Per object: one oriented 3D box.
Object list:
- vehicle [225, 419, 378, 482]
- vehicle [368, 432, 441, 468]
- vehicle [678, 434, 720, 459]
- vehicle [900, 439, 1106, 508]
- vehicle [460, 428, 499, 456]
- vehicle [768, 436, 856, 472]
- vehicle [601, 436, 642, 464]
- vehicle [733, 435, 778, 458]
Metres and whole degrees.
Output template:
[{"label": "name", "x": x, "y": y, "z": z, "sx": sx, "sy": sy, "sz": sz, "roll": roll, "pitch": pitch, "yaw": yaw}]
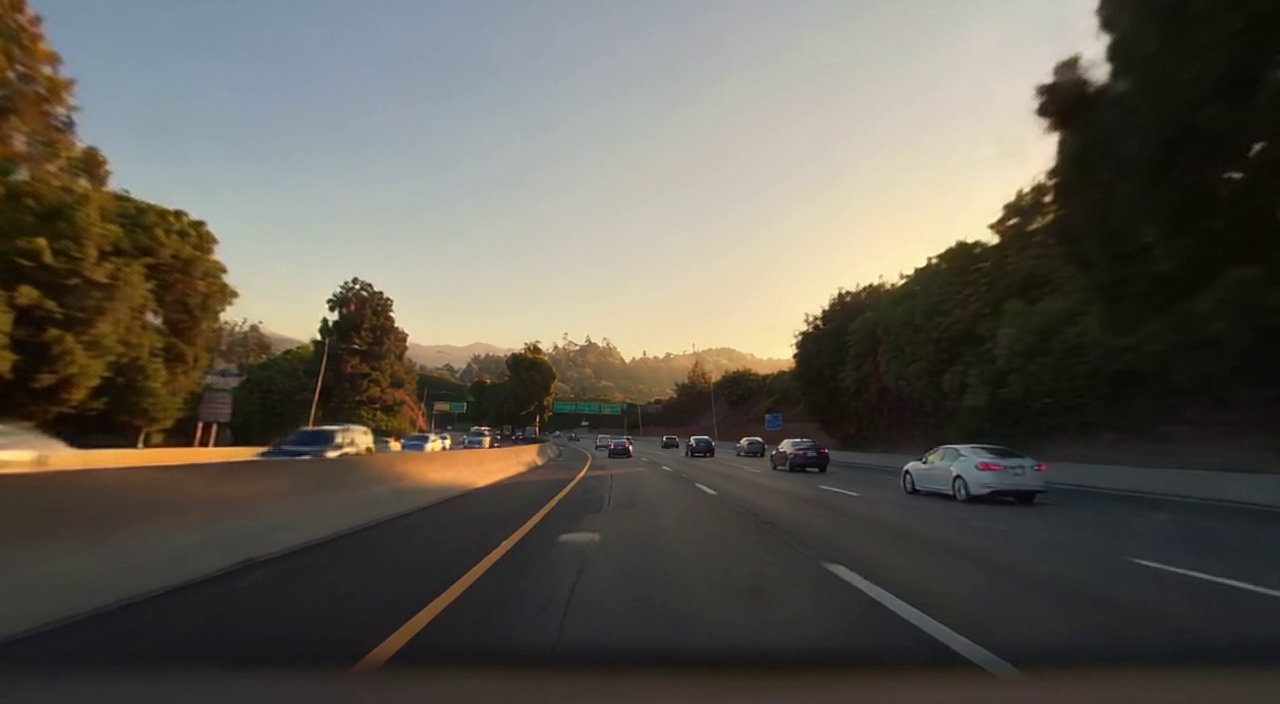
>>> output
[{"label": "vehicle", "x": -10.048, "y": 2.979, "z": 19.292, "sx": 2.174, "sy": 1.654, "sz": 4.680, "roll": 1, "pitch": -8, "yaw": -2}, {"label": "vehicle", "x": -10.434, "y": 4.391, "z": 28.380, "sx": 1.844, "sy": 1.451, "sz": 4.488, "roll": 1, "pitch": -8, "yaw": -4}, {"label": "vehicle", "x": 4.009, "y": 6.509, "z": 43.612, "sx": 2.094, "sy": 1.652, "sz": 3.955, "roll": 1, "pitch": -8, "yaw": -6}, {"label": "vehicle", "x": 8.288, "y": 2.788, "z": 15.029, "sx": 2.042, "sy": 1.390, "sz": 4.386, "roll": 1, "pitch": -8, "yaw": -4}, {"label": "vehicle", "x": -11.915, "y": 6.730, "z": 47.218, "sx": 2.064, "sy": 1.918, "sz": 4.078, "roll": 1, "pitch": -8, "yaw": -4}, {"label": "vehicle", "x": 7.671, "y": 4.619, "z": 28.755, "sx": 2.196, "sy": 1.494, "sz": 4.735, "roll": 1, "pitch": -8, "yaw": -7}, {"label": "vehicle", "x": -1.130, "y": 5.604, "z": 36.314, "sx": 2.090, "sy": 1.510, "sz": 4.280, "roll": 1, "pitch": -8, "yaw": -4}, {"label": "vehicle", "x": 8.733, "y": 7.207, "z": 48.254, "sx": 2.056, "sy": 1.609, "sz": 4.761, "roll": 1, "pitch": -8, "yaw": -6}]
